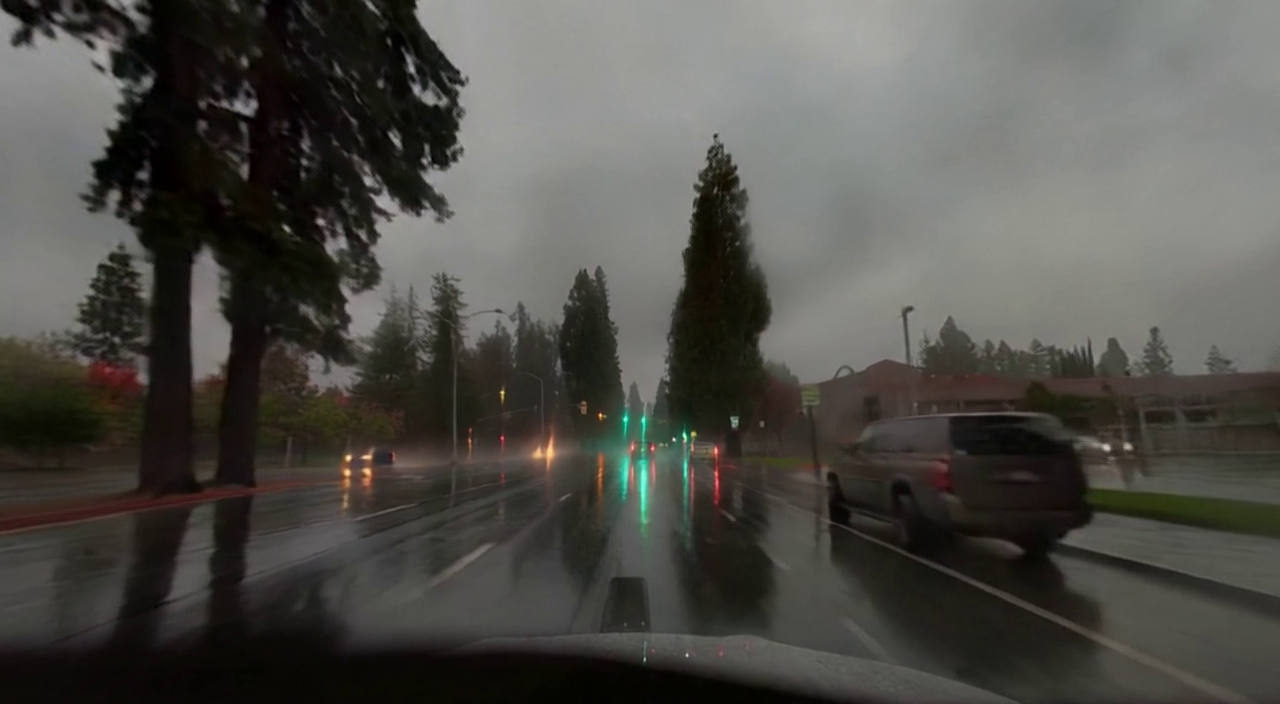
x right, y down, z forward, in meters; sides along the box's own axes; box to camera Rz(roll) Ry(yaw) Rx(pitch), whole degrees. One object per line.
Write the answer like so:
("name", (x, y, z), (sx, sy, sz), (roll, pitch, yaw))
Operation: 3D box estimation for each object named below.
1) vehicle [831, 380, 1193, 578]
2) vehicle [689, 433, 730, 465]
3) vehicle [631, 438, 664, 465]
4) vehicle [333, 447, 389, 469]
("vehicle", (4.118, 1.493, 8.067), (2.109, 1.838, 4.204), (0, -8, 2))
("vehicle", (4.833, 6.814, 44.535), (2.162, 2.080, 6.515), (0, -8, 0))
("vehicle", (0.506, 6.806, 43.149), (2.169, 1.751, 4.276), (0, -8, 1))
("vehicle", (-20.707, 7.870, 46.937), (2.005, 1.470, 4.520), (0, -8, 2))
